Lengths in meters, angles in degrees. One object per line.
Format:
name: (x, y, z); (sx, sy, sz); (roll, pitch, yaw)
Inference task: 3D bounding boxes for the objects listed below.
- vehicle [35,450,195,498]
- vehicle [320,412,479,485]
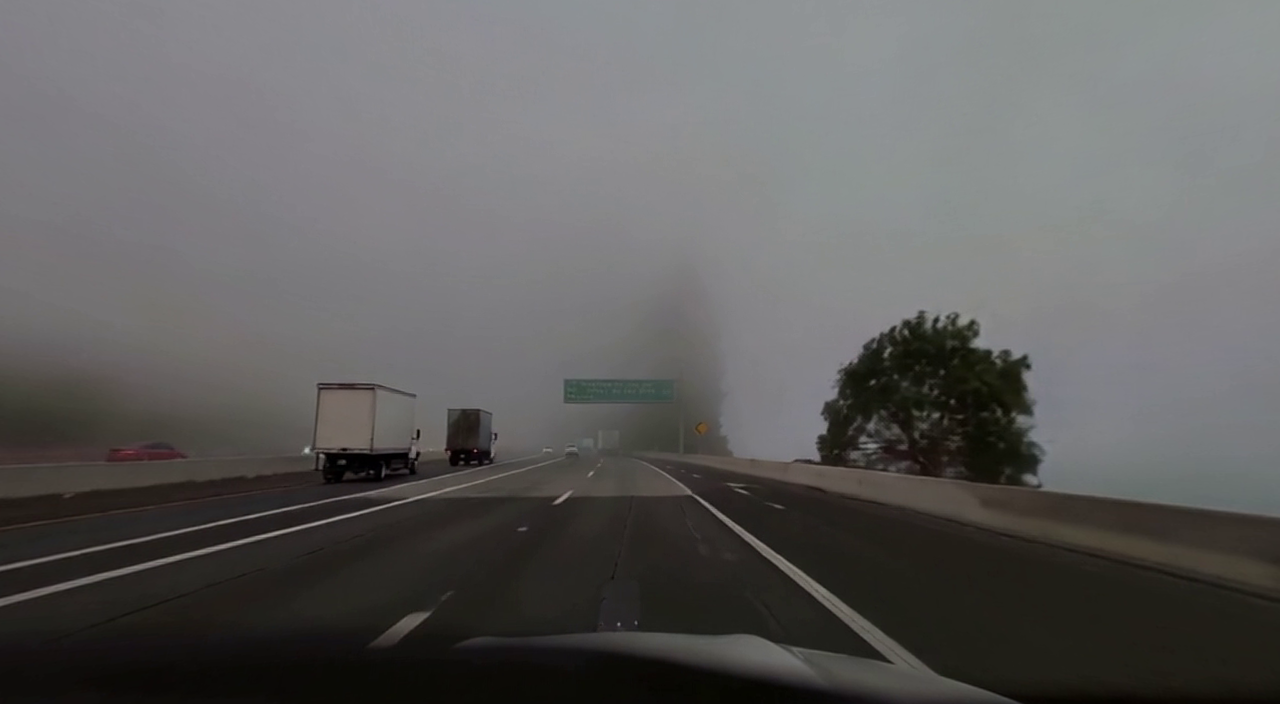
vehicle: (-18.013, 4.155, 22.072); (1.842, 1.452, 4.612); (0, -8, -3)
vehicle: (-10.785, 4.672, 30.871); (3.270, 2.674, 14.547); (1, -8, -5)
